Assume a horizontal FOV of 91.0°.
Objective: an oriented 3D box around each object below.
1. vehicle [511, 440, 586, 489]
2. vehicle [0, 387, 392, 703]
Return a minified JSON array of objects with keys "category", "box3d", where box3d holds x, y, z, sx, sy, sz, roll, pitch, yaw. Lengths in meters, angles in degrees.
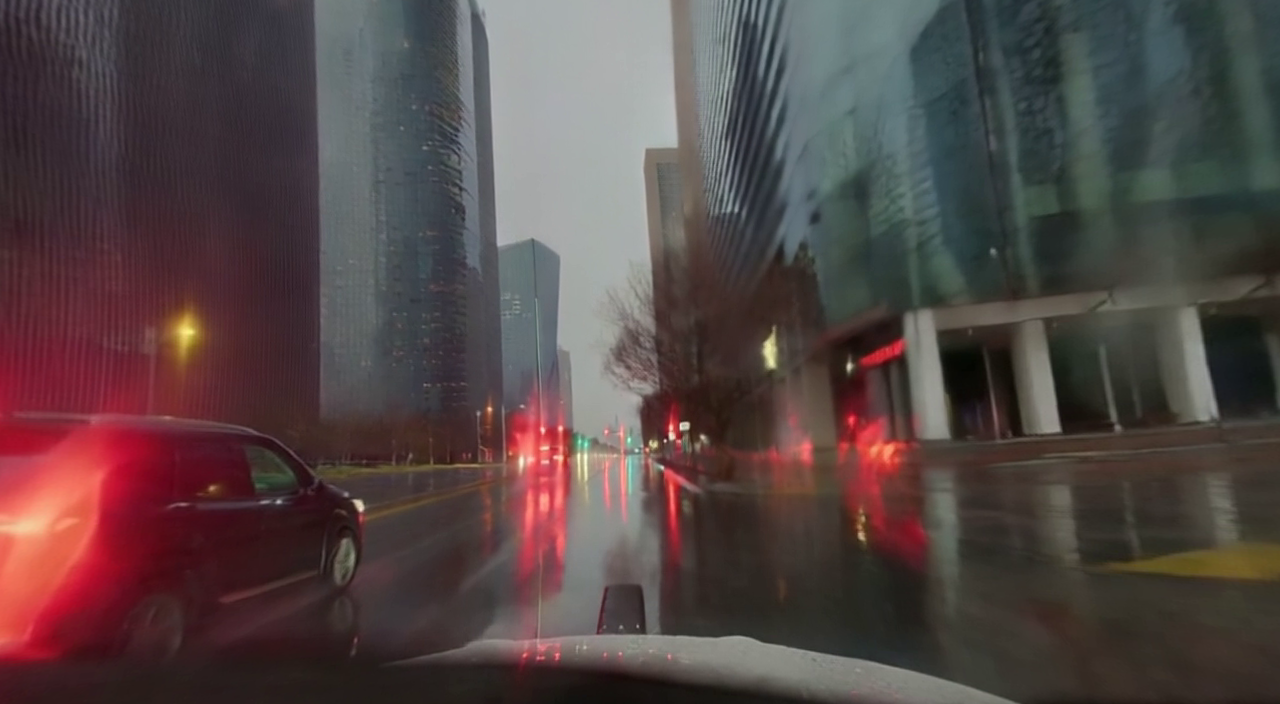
[{"category":"vehicle","box3d":[-3.788,4.792,27.057,2.384,1.849,5.009,0,-9,1]},{"category":"vehicle","box3d":[-4.313,1.420,5.726,2.169,1.741,4.588,0,-9,1]}]
